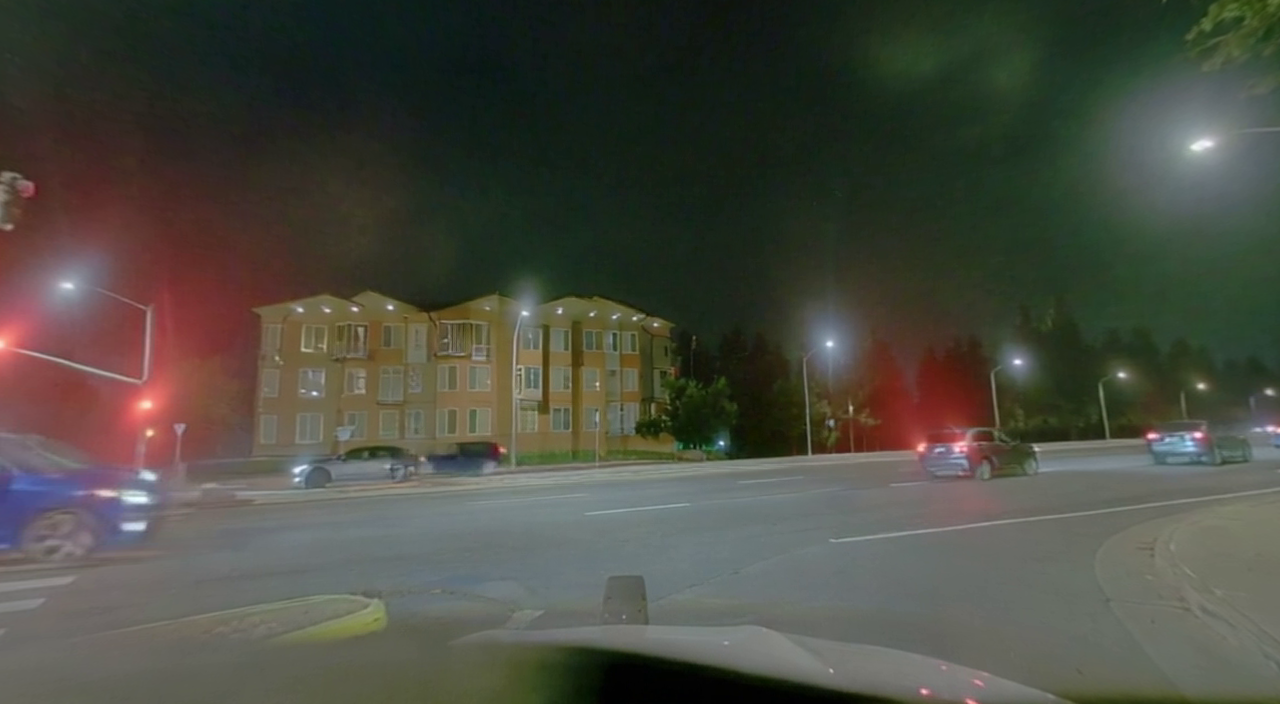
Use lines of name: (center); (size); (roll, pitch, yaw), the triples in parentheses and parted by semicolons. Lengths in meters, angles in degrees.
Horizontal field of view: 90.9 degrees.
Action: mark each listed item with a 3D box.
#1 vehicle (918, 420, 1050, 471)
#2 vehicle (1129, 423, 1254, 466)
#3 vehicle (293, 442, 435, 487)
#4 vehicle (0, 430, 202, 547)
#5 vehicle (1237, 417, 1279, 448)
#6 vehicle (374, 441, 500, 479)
vehicle: (12.652, 3.426, 23.140); (4.683, 1.678, 1.981); (5, -10, -30)
vehicle: (20.304, 3.397, 23.199); (4.521, 1.433, 1.943); (5, -10, -29)
vehicle: (-9.653, 3.894, 22.154); (4.289, 1.415, 1.774); (5, -10, -31)
vehicle: (-9.701, 2.032, 9.610); (4.734, 1.633, 1.829); (4, -9, -30)
vehicle: (37.339, 4.758, 36.981); (4.711, 1.688, 1.915); (5, -10, -30)
vehicle: (-8.623, 4.577, 26.943); (4.751, 1.487, 1.888); (5, -10, -30)
